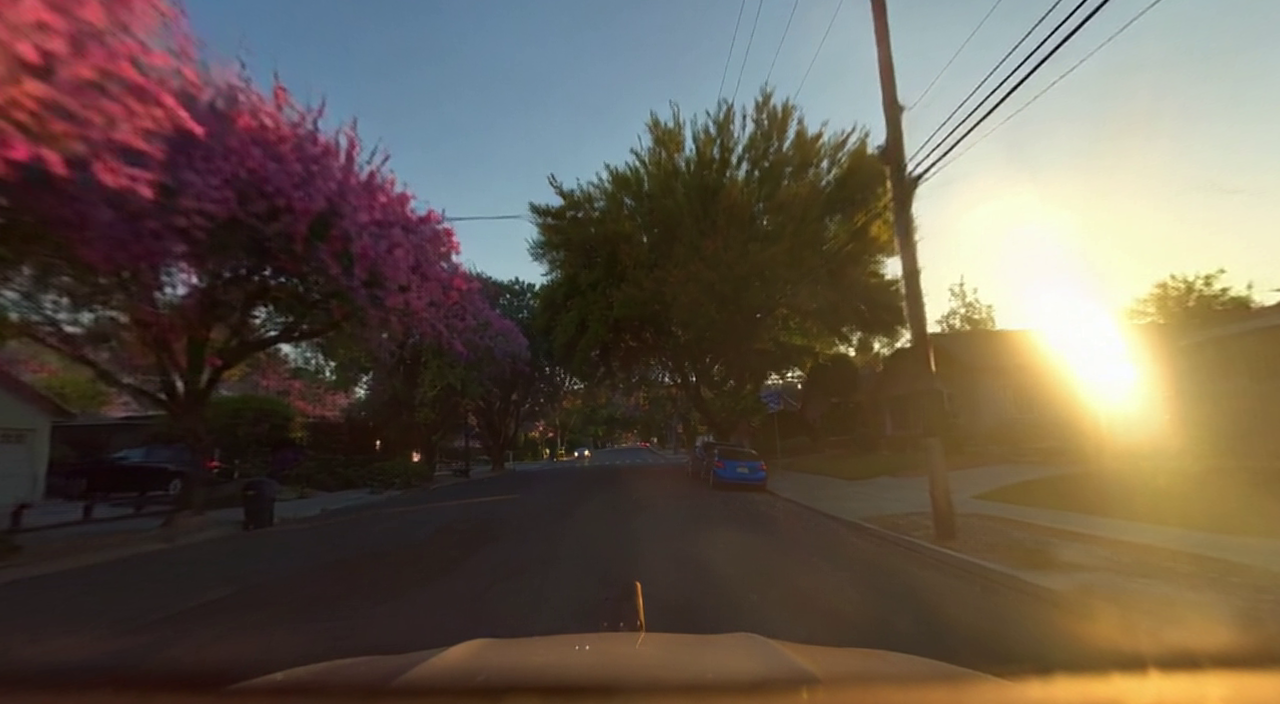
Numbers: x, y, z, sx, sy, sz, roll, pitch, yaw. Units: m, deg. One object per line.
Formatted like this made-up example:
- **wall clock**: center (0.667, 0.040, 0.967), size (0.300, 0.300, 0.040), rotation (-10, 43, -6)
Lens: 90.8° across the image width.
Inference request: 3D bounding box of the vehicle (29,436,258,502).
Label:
- **vehicle**: center (-16.635, 3.897, 21.473), size (5.902, 1.796, 2.183), rotation (-3, -7, -3)

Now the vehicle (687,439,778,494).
- **vehicle**: center (2.670, 3.413, 19.291), size (2.022, 1.455, 4.406), rotation (0, -8, -1)
